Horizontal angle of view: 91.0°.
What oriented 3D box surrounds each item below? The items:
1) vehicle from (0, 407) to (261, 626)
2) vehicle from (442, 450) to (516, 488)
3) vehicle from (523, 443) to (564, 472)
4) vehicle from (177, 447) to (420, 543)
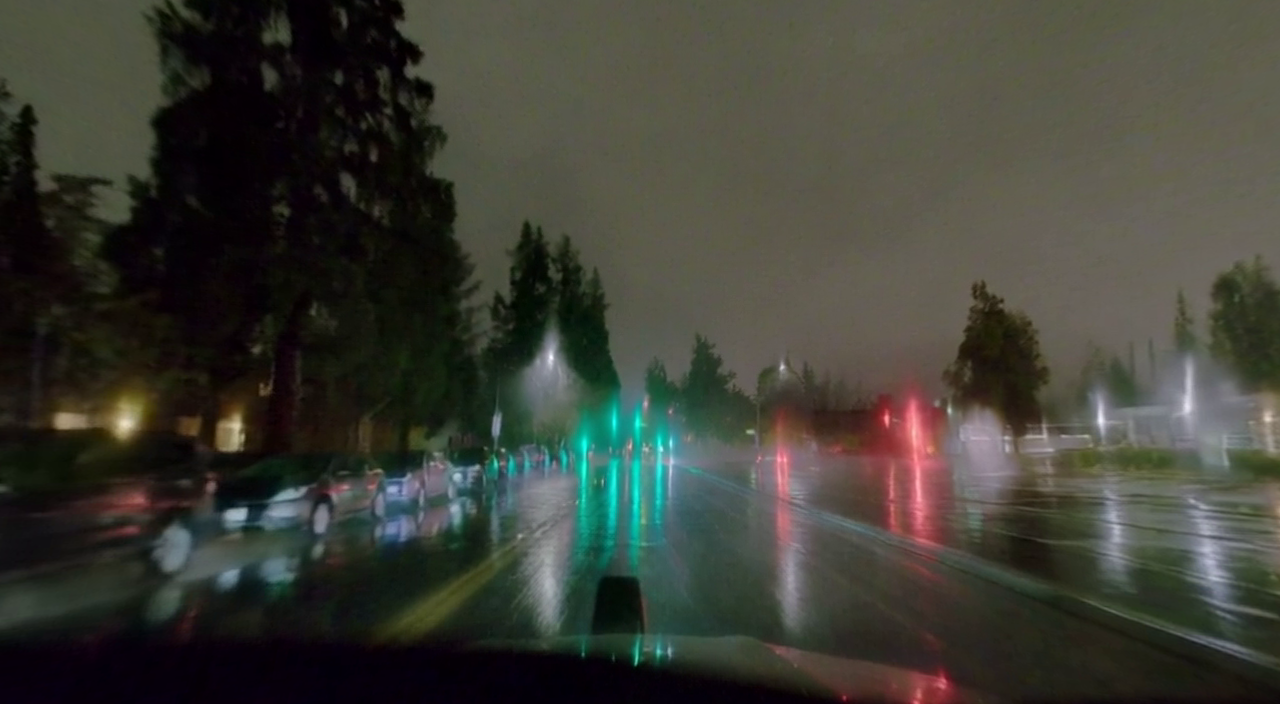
[{"bbox_3d":[-6.441,1.524,6.277,2.020,1.842,5.116,1,-9,1],"label":"vehicle"},{"bbox_3d":[-6.813,4.976,27.091,2.056,1.477,4.318,0,-9,-1],"label":"vehicle"},{"bbox_3d":[-6.744,7.461,44.578,2.249,1.884,4.784,2,-9,-2],"label":"vehicle"},{"bbox_3d":[-6.490,2.723,12.895,2.074,1.502,5.098,0,-8,1],"label":"vehicle"}]
